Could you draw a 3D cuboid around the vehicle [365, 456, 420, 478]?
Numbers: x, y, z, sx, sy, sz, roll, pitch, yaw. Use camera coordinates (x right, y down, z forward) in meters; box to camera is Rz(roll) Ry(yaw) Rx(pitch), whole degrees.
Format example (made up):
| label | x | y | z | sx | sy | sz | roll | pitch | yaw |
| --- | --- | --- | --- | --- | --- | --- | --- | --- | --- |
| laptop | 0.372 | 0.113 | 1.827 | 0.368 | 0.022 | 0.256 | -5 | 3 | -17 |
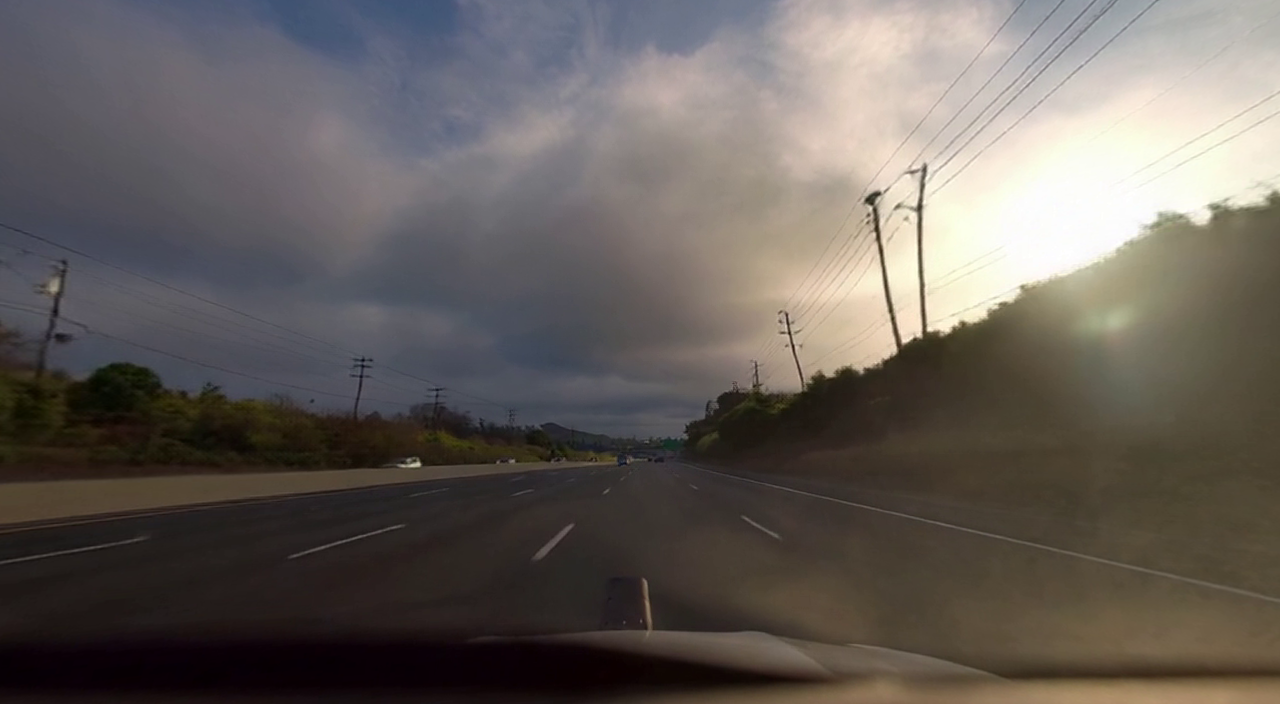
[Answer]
| label | x | y | z | sx | sy | sz | roll | pitch | yaw |
| --- | --- | --- | --- | --- | --- | --- | --- | --- | --- |
| vehicle | -17.987 | 8.357 | 46.031 | 1.908 | 1.499 | 4.803 | 0 | -9 | 2 |
